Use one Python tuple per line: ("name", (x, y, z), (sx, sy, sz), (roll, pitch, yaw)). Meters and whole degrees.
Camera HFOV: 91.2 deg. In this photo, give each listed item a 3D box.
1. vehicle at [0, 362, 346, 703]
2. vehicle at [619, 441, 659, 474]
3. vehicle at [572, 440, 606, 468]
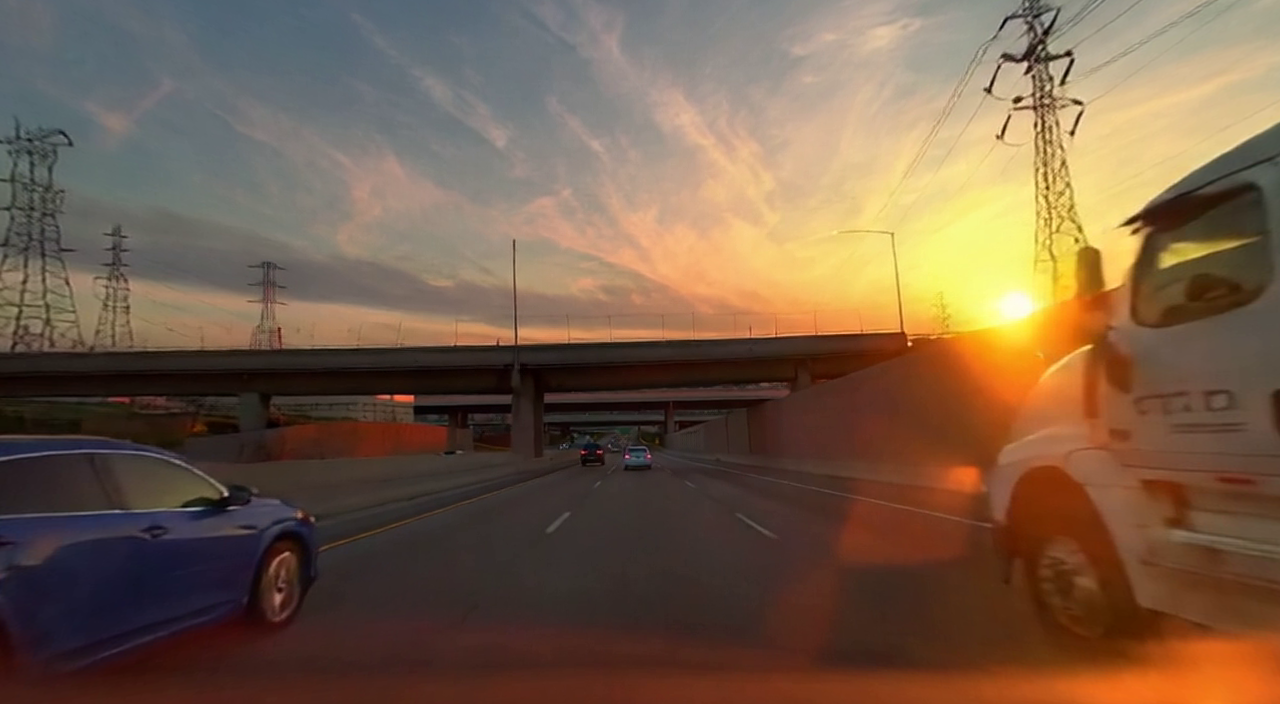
("vehicle", (-3.242, 0.908, 2.731), (1.987, 1.548, 3.981), (0, -9, 0))
("vehicle", (-0.081, 5.690, 33.895), (2.004, 1.615, 4.113), (0, -9, 0))
("vehicle", (-3.697, 7.490, 46.109), (2.077, 1.884, 4.961), (0, -9, 0))
